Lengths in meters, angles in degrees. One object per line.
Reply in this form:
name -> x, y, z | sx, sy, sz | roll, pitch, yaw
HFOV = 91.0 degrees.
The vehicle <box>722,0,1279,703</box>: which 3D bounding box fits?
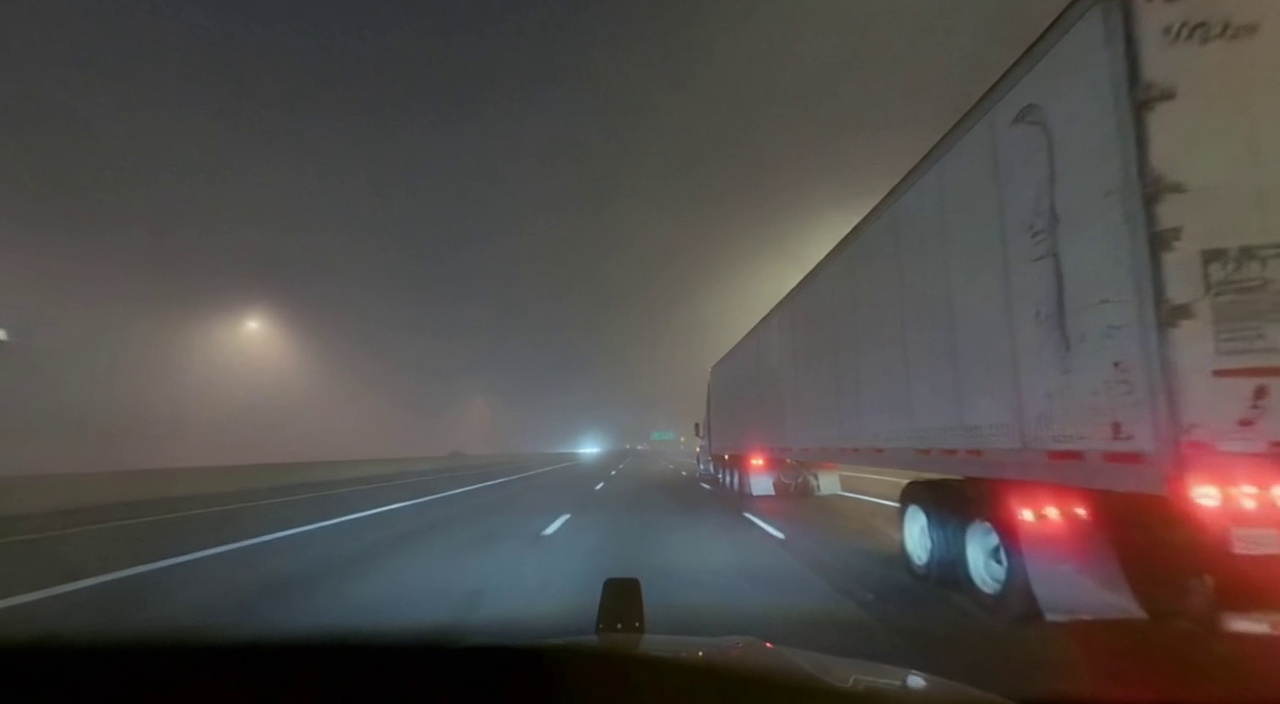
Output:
vehicle -> 3.820, 0.687, 9.796 | 2.949, 4.149, 16.046 | 0, -9, 0
